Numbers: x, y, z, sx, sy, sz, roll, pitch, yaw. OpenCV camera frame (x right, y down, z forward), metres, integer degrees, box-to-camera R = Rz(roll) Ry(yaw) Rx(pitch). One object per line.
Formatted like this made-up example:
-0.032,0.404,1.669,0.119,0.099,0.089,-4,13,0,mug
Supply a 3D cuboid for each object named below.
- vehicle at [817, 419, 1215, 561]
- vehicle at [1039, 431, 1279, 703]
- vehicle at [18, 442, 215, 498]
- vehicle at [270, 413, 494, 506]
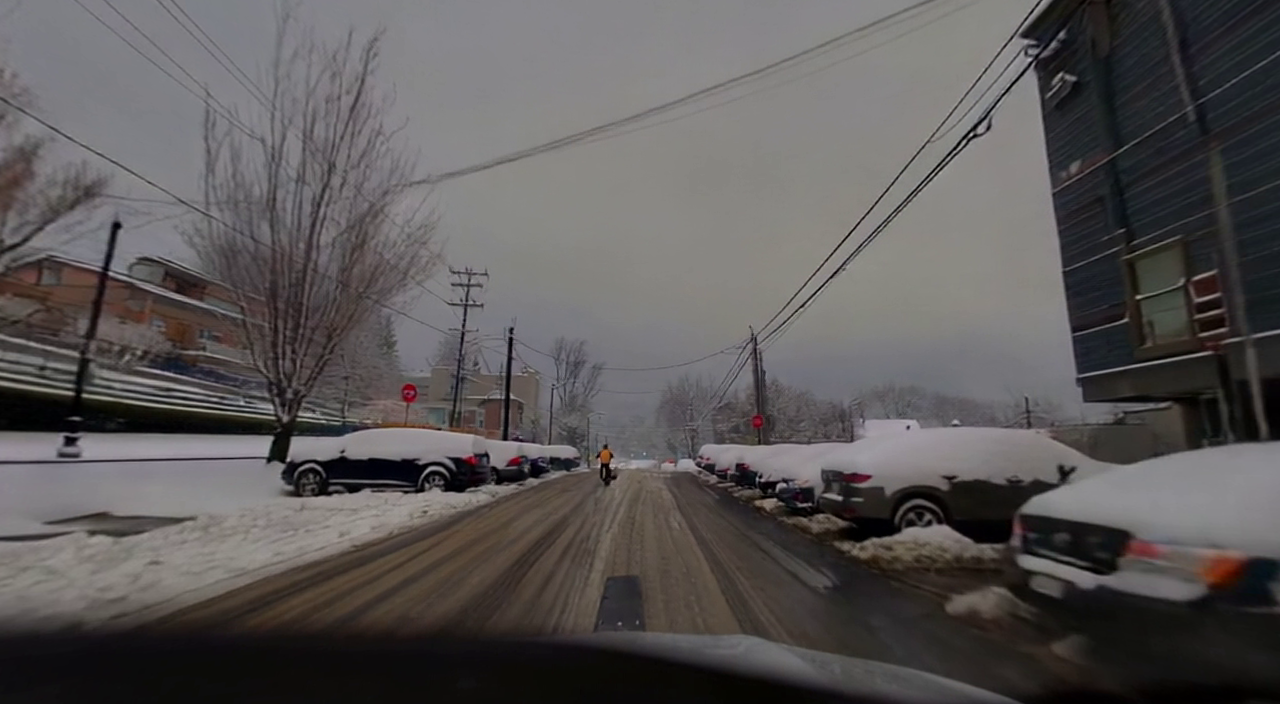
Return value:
5.032,1.897,9.080,4.402,1.770,1.933,-1,-8,3,vehicle
4.726,1.138,3.104,4.240,1.468,1.849,0,-8,-1,vehicle
-15.698,3.525,19.370,1.840,1.477,4.693,-1,-8,3,vehicle
-6.431,2.731,16.175,4.727,1.976,1.970,3,-10,2,vehicle
